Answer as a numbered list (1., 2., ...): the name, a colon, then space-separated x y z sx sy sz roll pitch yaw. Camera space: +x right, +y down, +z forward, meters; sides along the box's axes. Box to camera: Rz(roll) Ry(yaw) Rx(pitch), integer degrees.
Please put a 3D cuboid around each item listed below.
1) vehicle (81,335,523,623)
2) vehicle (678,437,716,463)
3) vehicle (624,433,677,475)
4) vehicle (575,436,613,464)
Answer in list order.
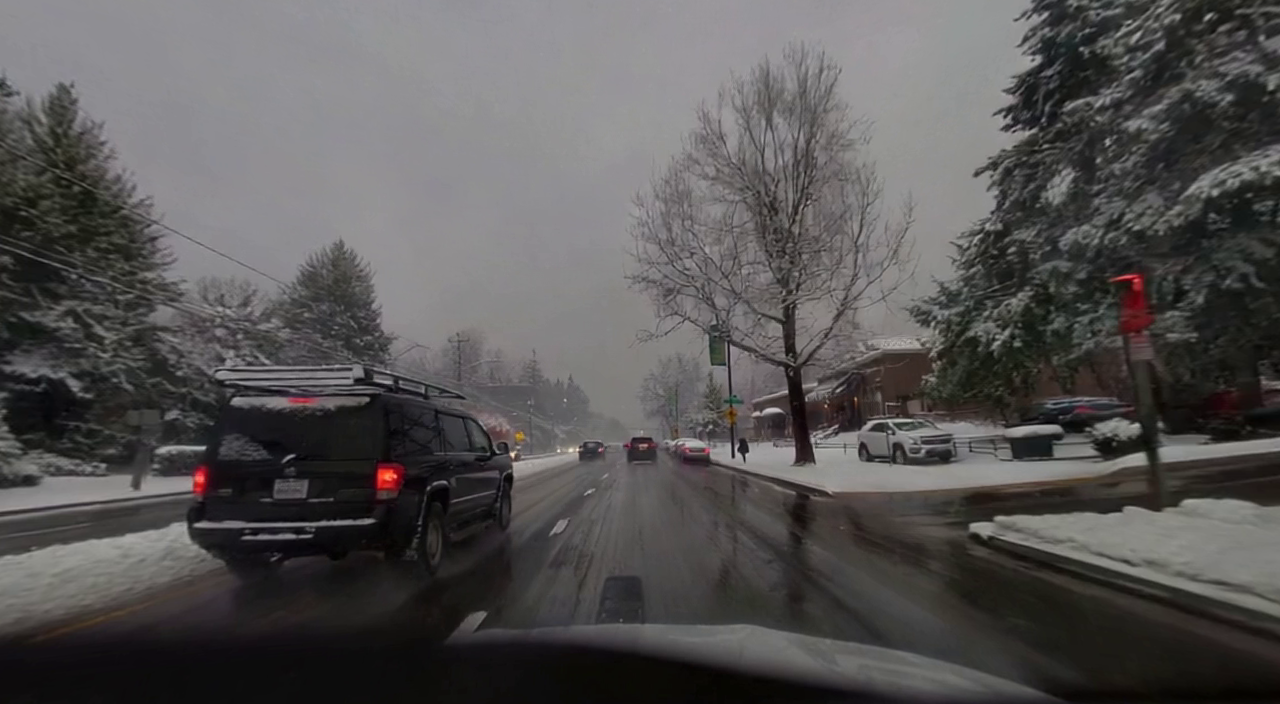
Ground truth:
1. vehicle: -2.954 1.299 7.280 2.213 2.123 5.124 0 -9 0
2. vehicle: 3.774 6.598 42.701 1.947 1.646 4.782 0 -9 -2
3. vehicle: 0.419 4.434 27.640 2.126 1.657 4.132 0 -9 0
4. vehicle: -2.828 6.174 39.790 2.028 1.689 4.162 0 -9 1
